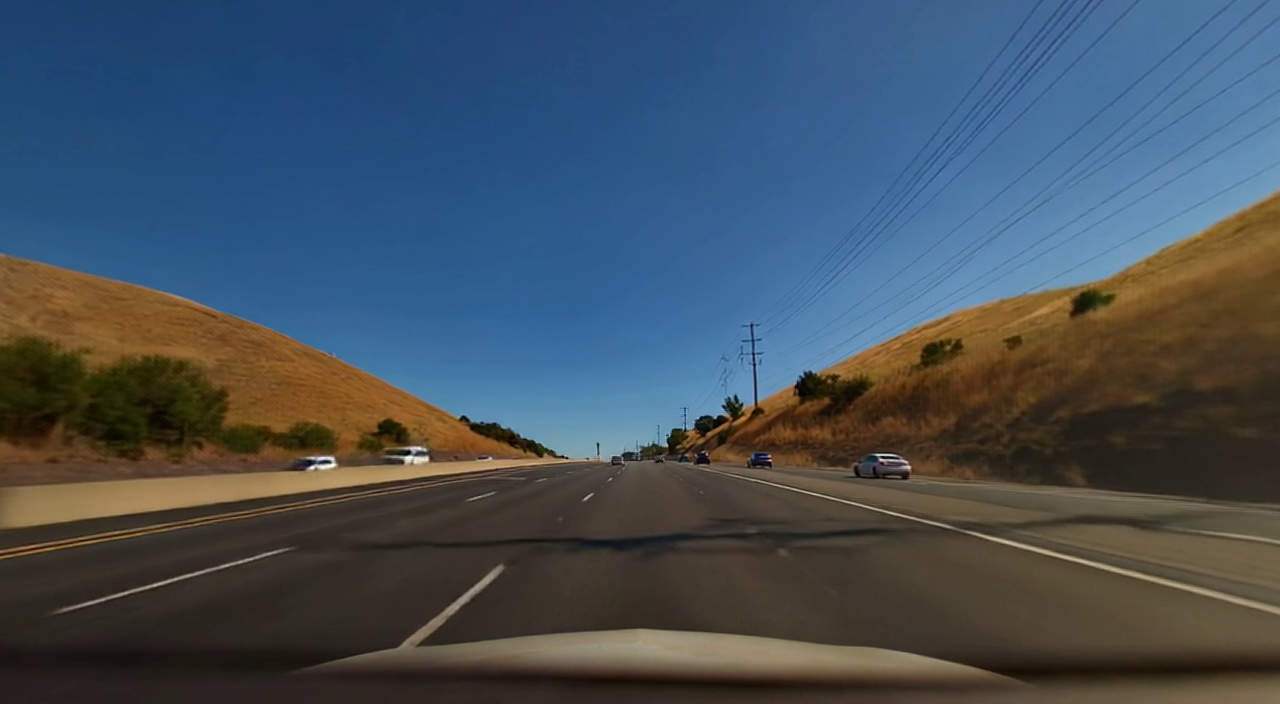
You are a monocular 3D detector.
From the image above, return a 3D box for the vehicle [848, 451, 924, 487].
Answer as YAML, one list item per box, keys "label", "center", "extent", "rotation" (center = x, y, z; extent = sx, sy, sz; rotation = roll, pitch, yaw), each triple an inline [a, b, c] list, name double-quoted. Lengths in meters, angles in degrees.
- label: "vehicle"
  center: [11.158, 5.323, 28.880]
  extent: [1.884, 1.486, 3.770]
  rotation: [1, -9, -1]
